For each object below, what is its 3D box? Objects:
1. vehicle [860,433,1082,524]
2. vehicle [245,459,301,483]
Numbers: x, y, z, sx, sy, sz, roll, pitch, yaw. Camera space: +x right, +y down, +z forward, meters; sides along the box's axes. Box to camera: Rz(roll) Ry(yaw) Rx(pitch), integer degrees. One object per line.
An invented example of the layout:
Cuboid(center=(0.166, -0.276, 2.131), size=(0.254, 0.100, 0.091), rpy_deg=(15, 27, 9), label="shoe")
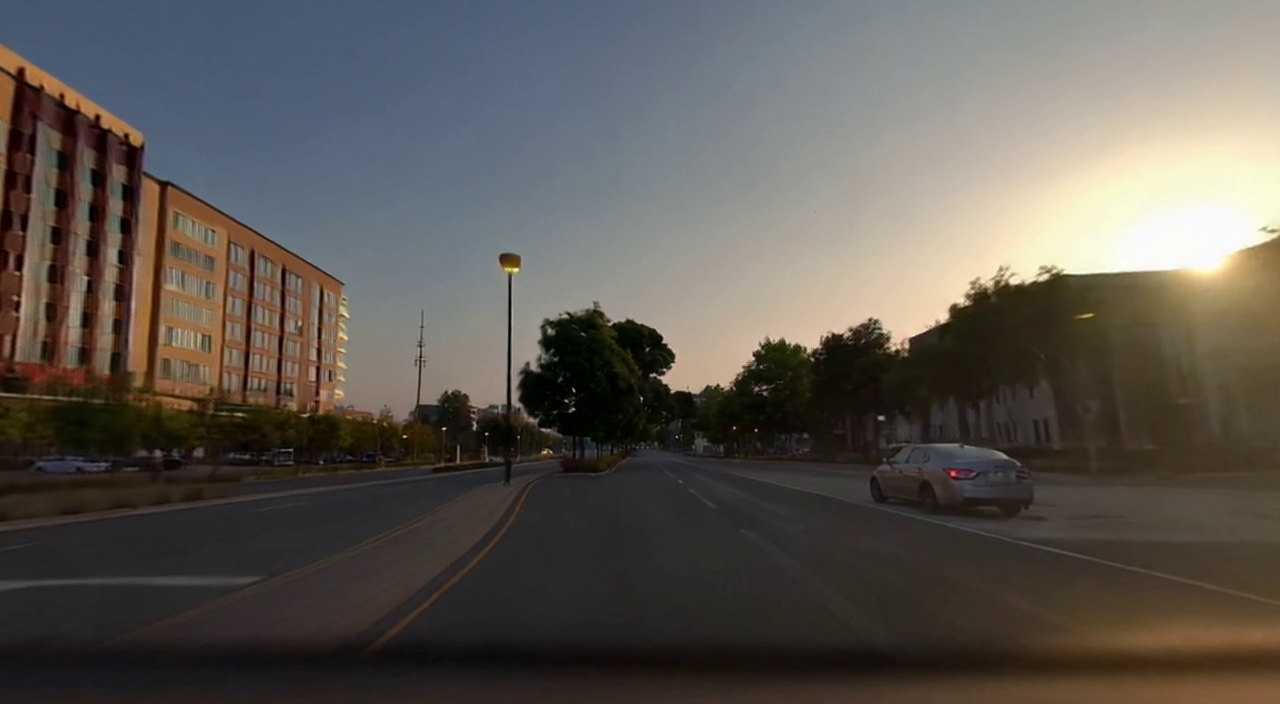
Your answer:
Cuboid(center=(6.395, 2.484, 13.026), size=(1.913, 1.504, 4.738), rpy_deg=(0, -9, -1), label="vehicle")
Cuboid(center=(-27.666, 8.917, 47.545), size=(4.967, 1.587, 2.096), rpy_deg=(-8, -11, 41), label="vehicle")
